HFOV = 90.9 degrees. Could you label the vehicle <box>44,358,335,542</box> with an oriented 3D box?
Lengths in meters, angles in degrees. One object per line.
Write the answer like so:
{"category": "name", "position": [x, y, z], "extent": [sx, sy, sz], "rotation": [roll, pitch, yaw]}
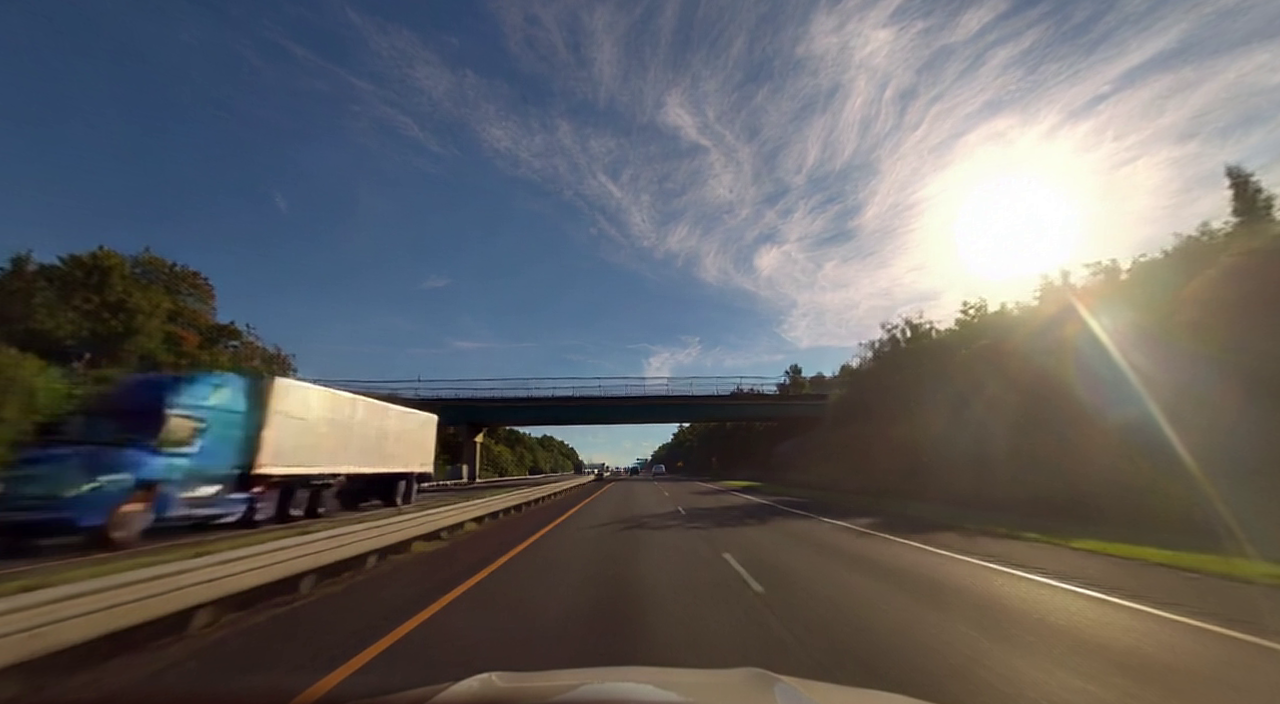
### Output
{"category": "vehicle", "position": [-11.316, 2.667, 16.907], "extent": [3.027, 3.994, 6.031], "rotation": [1, -10, 0]}
